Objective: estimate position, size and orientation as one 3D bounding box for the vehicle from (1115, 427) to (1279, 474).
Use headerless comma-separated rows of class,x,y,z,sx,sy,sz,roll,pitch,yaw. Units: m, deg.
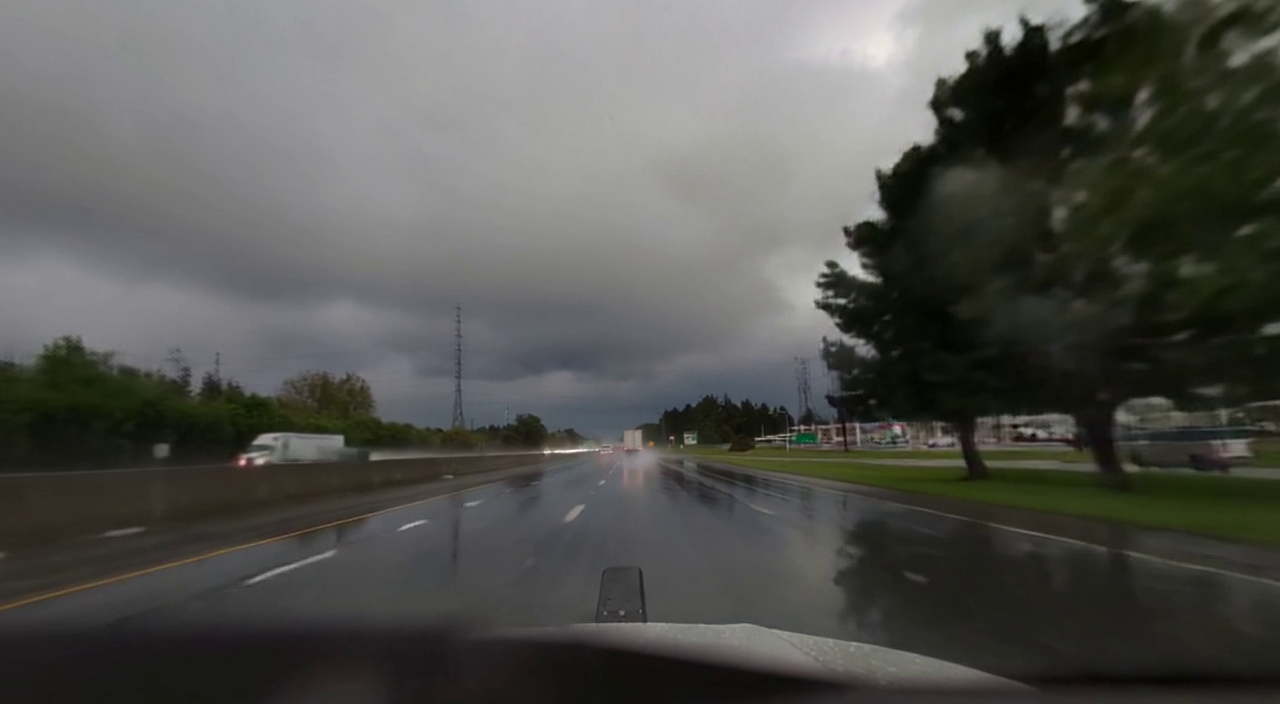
vehicle,20.389,3.646,23.360,2.029,1.578,4.313,0,-9,-2
